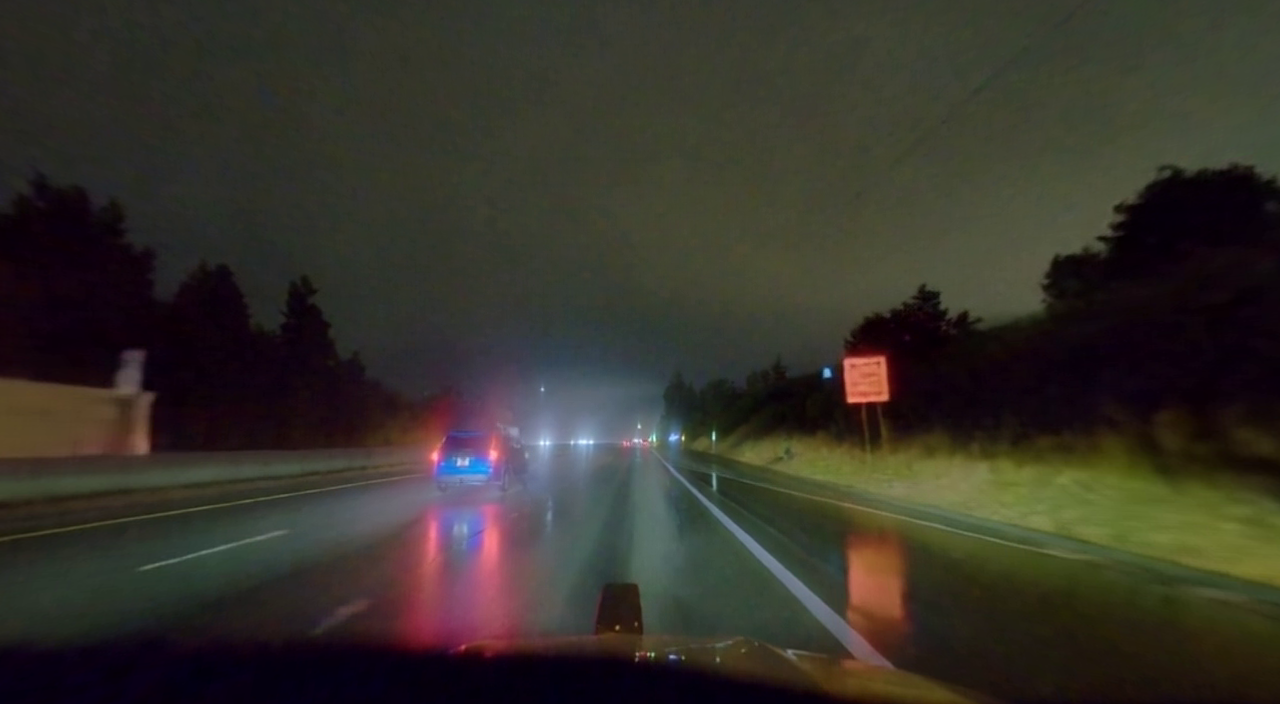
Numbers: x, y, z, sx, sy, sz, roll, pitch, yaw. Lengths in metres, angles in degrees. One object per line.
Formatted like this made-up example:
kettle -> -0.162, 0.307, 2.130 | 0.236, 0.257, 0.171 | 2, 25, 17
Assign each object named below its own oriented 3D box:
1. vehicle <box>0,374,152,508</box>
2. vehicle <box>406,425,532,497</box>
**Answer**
vehicle -> -17.243, 2.043, 14.345 | 2.936, 3.275, 11.845 | 0, -8, -1
vehicle -> -4.374, 2.871, 16.897 | 2.125, 1.662, 4.336 | 0, -8, 1
